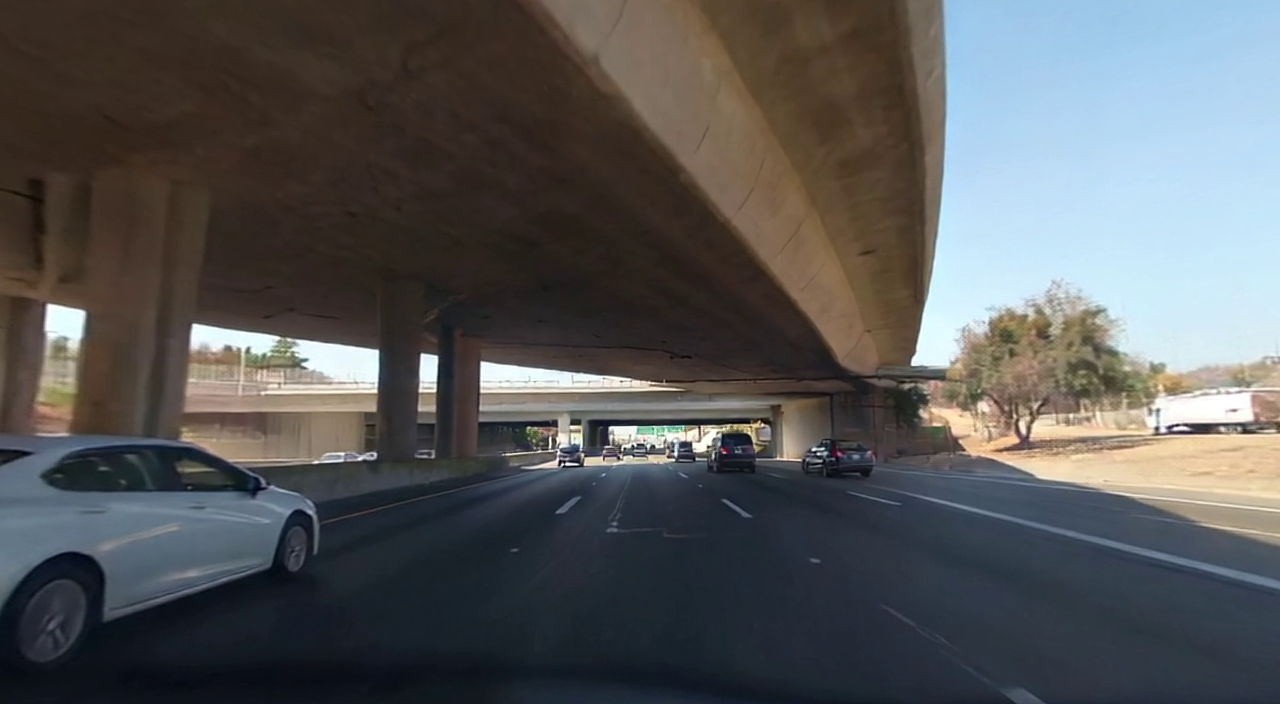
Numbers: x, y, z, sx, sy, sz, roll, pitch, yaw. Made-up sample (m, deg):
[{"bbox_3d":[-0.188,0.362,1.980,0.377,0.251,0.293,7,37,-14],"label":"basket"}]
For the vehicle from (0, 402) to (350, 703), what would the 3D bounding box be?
[{"bbox_3d":[-3.618,1.055,3.277,1.997,1.476,4.703,0,-8,0],"label":"vehicle"}]

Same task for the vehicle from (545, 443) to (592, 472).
[{"bbox_3d":[-3.827,5.724,34.543,2.047,1.464,4.387,0,-8,0],"label":"vehicle"}]

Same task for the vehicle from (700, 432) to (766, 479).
[{"bbox_3d":[3.752,4.261,26.213,2.072,1.761,4.242,0,-8,-1],"label":"vehicle"}]

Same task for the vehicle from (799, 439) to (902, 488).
[{"bbox_3d":[7.005,3.742,21.573,1.989,1.472,4.322,0,-8,-1],"label":"vehicle"}]

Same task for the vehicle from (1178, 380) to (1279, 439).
[{"bbox_3d":[44.730,4.532,47.065,2.883,3.685,12.599,-3,-9,21],"label":"vehicle"}]
